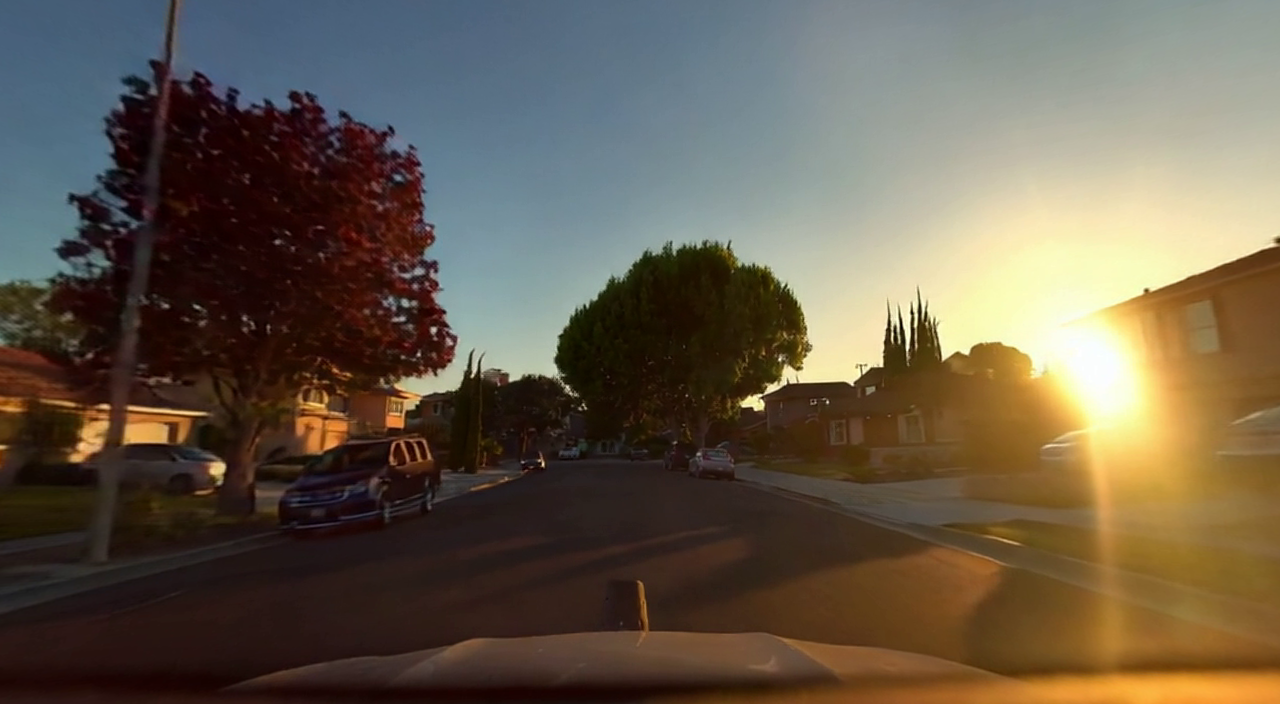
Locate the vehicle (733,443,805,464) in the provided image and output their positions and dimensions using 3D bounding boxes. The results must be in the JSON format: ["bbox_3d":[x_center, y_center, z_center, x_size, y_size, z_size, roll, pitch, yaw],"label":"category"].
[{"bbox_3d":[9.618,7.518,47.096,4.940,1.477,2.015,3,-8,-21],"label":"vehicle"}]

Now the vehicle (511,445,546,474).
[{"bbox_3d":[-7.936,7.549,44.693,1.976,1.855,4.299,3,-8,-16],"label":"vehicle"}]

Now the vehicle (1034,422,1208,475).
[{"bbox_3d":[14.570,2.923,19.176,4.488,1.454,1.944,3,-9,-20],"label":"vehicle"}]

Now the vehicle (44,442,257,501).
[{"bbox_3d":[-13.747,3.345,18.146,4.376,1.458,2.046,3,-8,-24],"label":"vehicle"}]

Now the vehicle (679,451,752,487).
[{"bbox_3d":[3.299,5.246,28.725,1.984,1.437,4.726,1,-9,-10],"label":"vehicle"}]

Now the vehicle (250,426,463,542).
[{"bbox_3d":[-5.315,2.487,12.784,2.215,1.859,4.765,1,-7,-2],"label":"vehicle"}]
